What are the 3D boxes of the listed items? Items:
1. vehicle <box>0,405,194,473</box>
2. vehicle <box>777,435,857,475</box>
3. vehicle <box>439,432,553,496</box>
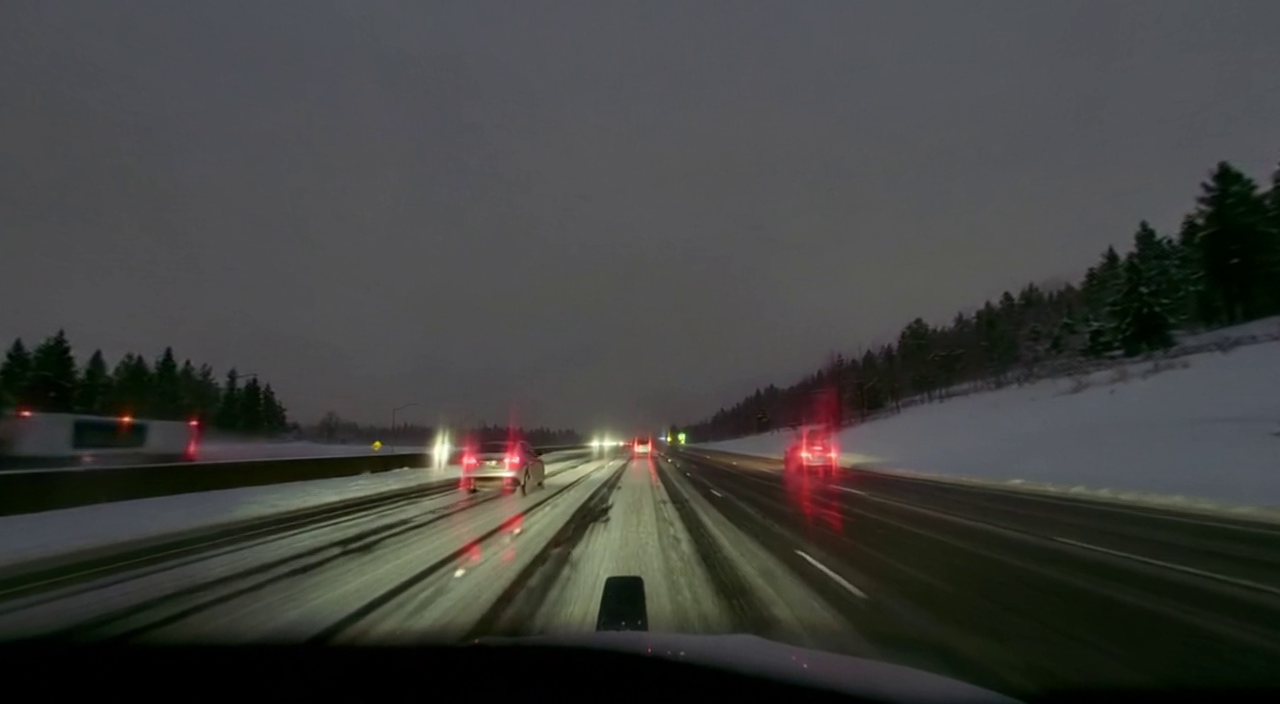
[{"bbox_3d":[-38.968,6.198,44.090,2.870,3.956,16.880,0,-8,0],"label":"vehicle"},{"bbox_3d":[7.292,4.309,26.447,1.870,1.493,5.015,0,-8,-1],"label":"vehicle"},{"bbox_3d":[-3.815,3.058,17.504,2.050,1.546,4.344,0,-8,1],"label":"vehicle"}]
